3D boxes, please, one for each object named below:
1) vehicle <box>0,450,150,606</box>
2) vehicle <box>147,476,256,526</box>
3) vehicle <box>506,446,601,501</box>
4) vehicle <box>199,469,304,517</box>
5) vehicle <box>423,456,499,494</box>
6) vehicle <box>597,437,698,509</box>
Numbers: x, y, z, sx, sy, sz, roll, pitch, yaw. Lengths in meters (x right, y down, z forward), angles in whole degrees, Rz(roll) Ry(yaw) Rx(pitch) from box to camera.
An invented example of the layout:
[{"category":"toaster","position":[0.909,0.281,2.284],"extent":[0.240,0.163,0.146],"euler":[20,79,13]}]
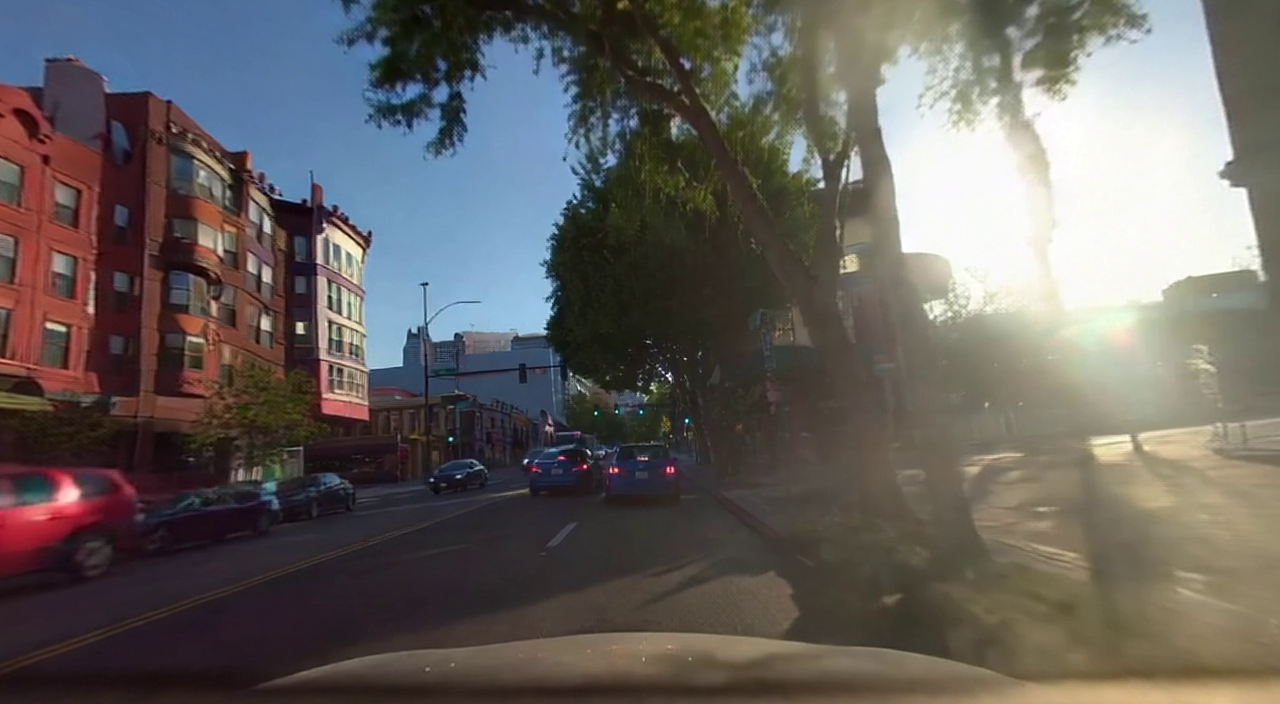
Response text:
[{"category":"vehicle","position":[-8.536,2.119,7.438],"extent":[1.931,1.803,4.420],"euler":[-2,-8,0]},{"category":"vehicle","position":[-17.329,5.789,24.836],"extent":[4.584,1.504,2.124],"euler":[-7,-10,38]},{"category":"vehicle","position":[-2.415,3.547,18.980],"extent":[2.099,1.424,4.843],"euler":[0,-8,1]},{"category":"vehicle","position":[-16.979,6.167,27.567],"extent":[4.266,1.486,1.907],"euler":[-13,-15,25]},{"category":"vehicle","position":[-8.392,5.773,29.987],"extent":[2.118,1.473,4.642],"euler":[-3,-9,2]},{"category":"vehicle","position":[0.179,2.807,15.087],"extent":[2.094,1.478,3.922],"euler":[0,-9,1]}]
